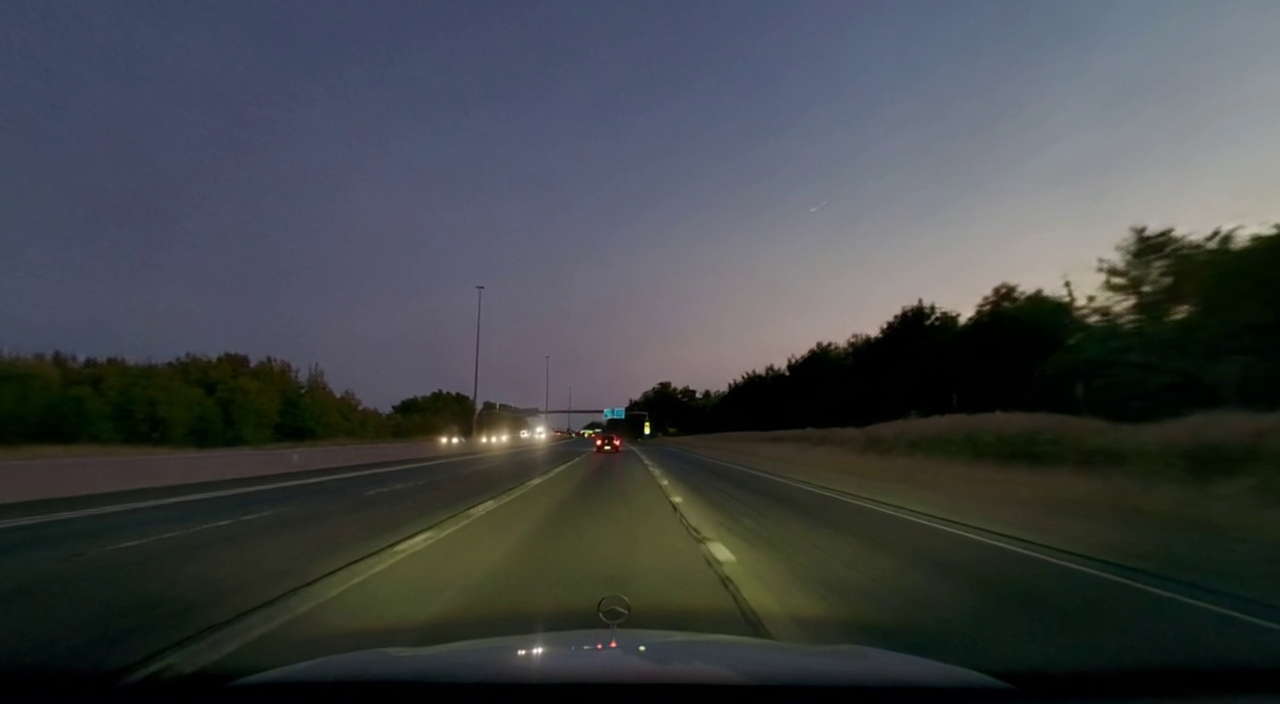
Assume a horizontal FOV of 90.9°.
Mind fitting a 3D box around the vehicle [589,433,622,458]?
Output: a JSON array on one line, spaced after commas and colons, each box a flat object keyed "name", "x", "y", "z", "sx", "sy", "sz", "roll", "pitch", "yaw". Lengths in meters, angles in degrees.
[{"name": "vehicle", "x": -2.250, "y": 6.045, "z": 40.931, "sx": 2.000, "sy": 1.491, "sz": 3.913, "roll": 0, "pitch": -8, "yaw": -3}]
